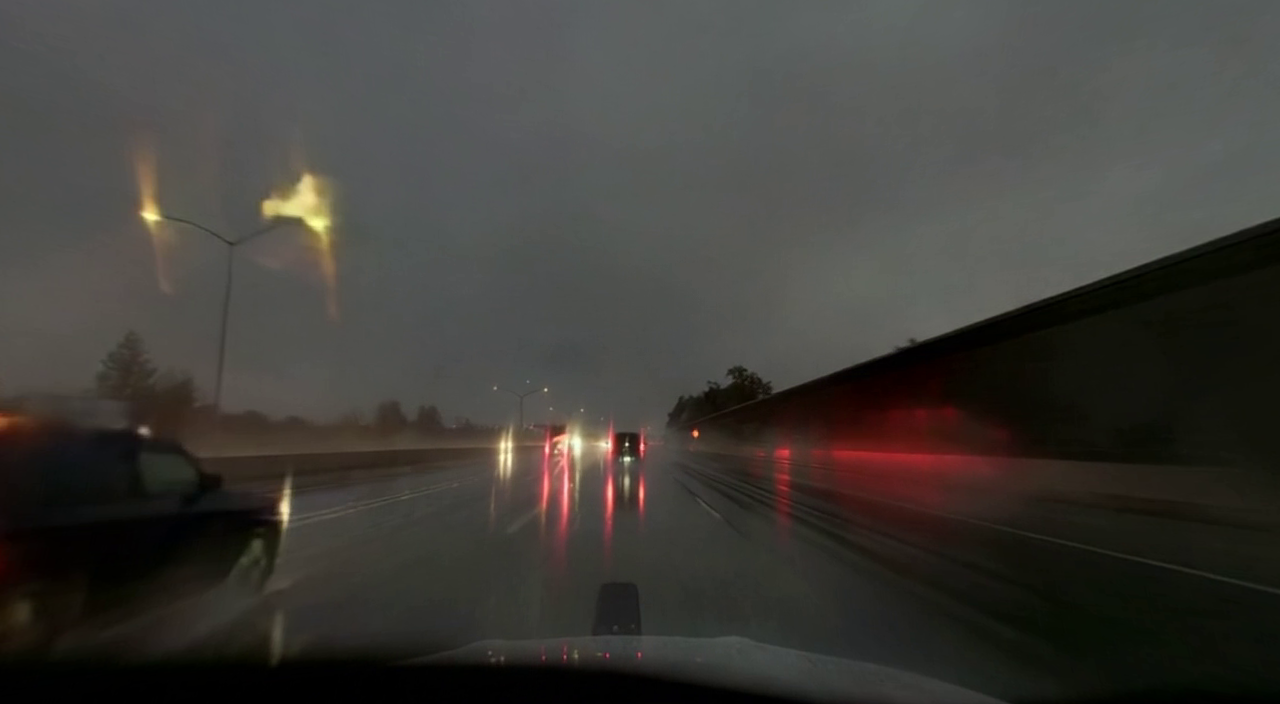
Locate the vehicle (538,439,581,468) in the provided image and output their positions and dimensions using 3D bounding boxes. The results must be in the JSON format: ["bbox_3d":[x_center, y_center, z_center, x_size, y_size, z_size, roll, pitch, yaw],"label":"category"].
[{"bbox_3d":[-4.701,5.978,37.313,2.039,1.602,4.317,0,-8,-1],"label":"vehicle"}]

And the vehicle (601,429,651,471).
[{"bbox_3d":[-0.719,4.942,31.963,2.382,1.973,4.439,0,-8,-1],"label":"vehicle"}]

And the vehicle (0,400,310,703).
[{"bbox_3d":[-4.233,1.185,4.262,1.945,1.550,3.780,0,-8,-1],"label":"vehicle"}]
